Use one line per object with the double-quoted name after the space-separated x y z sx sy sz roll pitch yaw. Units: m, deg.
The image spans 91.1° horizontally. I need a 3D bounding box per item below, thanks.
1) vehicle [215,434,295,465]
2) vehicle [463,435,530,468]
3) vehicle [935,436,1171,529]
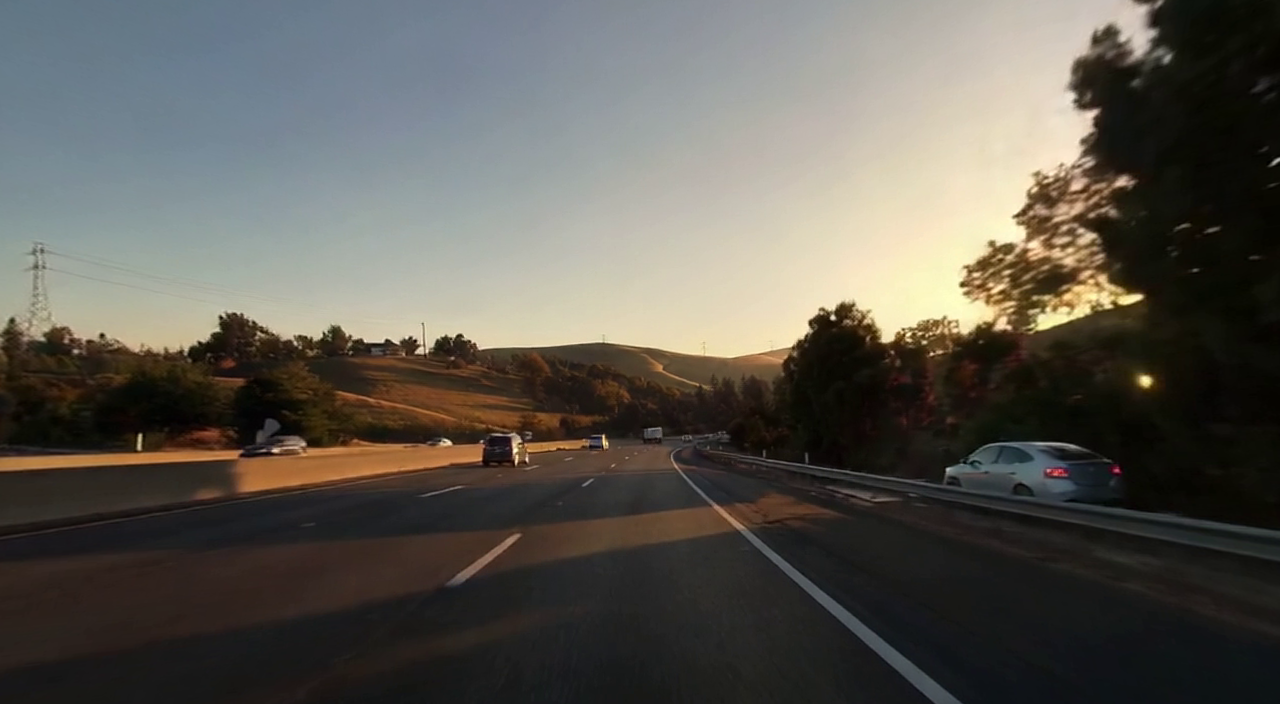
-24.988 6.341 40.970 1.996 1.837 4.523 -1 -8 6 "vehicle"
-6.976 4.891 31.035 2.010 1.489 4.456 -1 -8 3 "vehicle"
10.254 3.223 16.411 2.325 1.972 5.577 0 -8 0 "vehicle"
